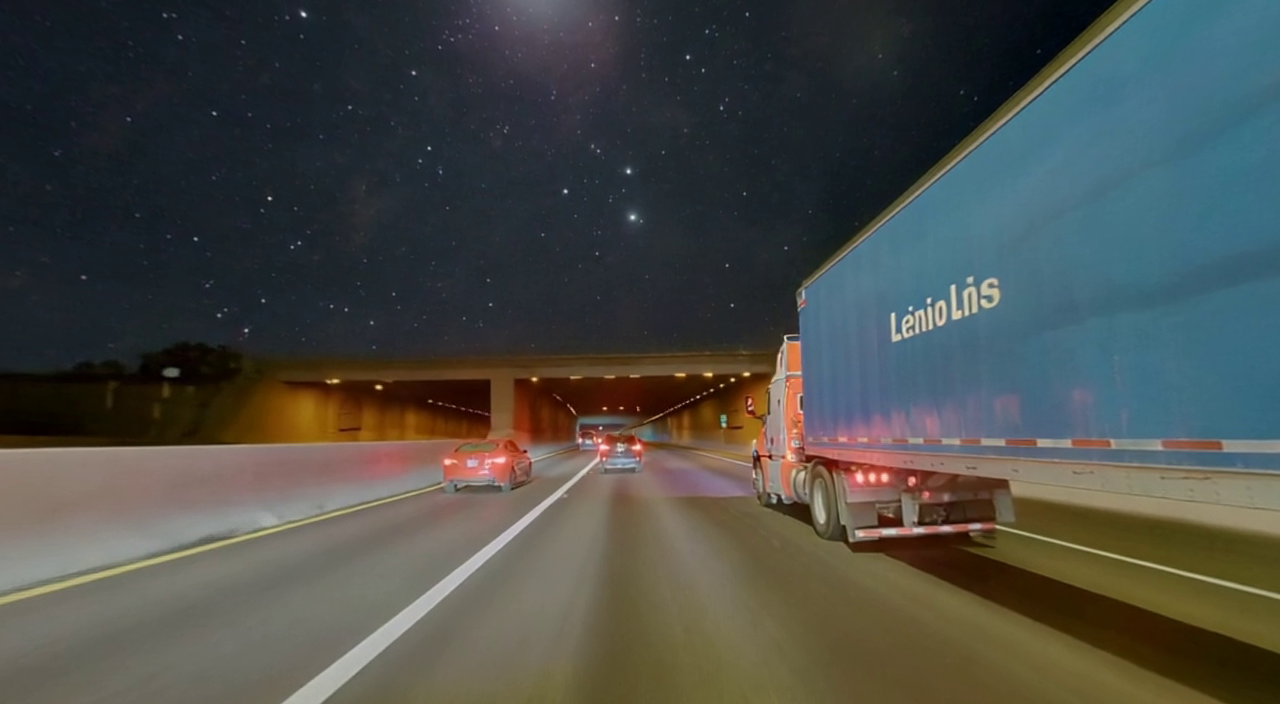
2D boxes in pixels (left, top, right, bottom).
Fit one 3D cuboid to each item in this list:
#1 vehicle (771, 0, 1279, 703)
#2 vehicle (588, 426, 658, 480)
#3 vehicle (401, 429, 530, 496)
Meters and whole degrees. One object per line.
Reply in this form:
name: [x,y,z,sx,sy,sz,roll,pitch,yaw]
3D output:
vehicle: [3.819,-0.137,4.018,2.842,4.108,14.081,0,-8,0]
vehicle: [-0.521,3.288,20.775,2.094,1.600,3.666,0,-8,-1]
vehicle: [-4.196,2.713,15.960,2.019,1.435,4.317,0,-8,0]
